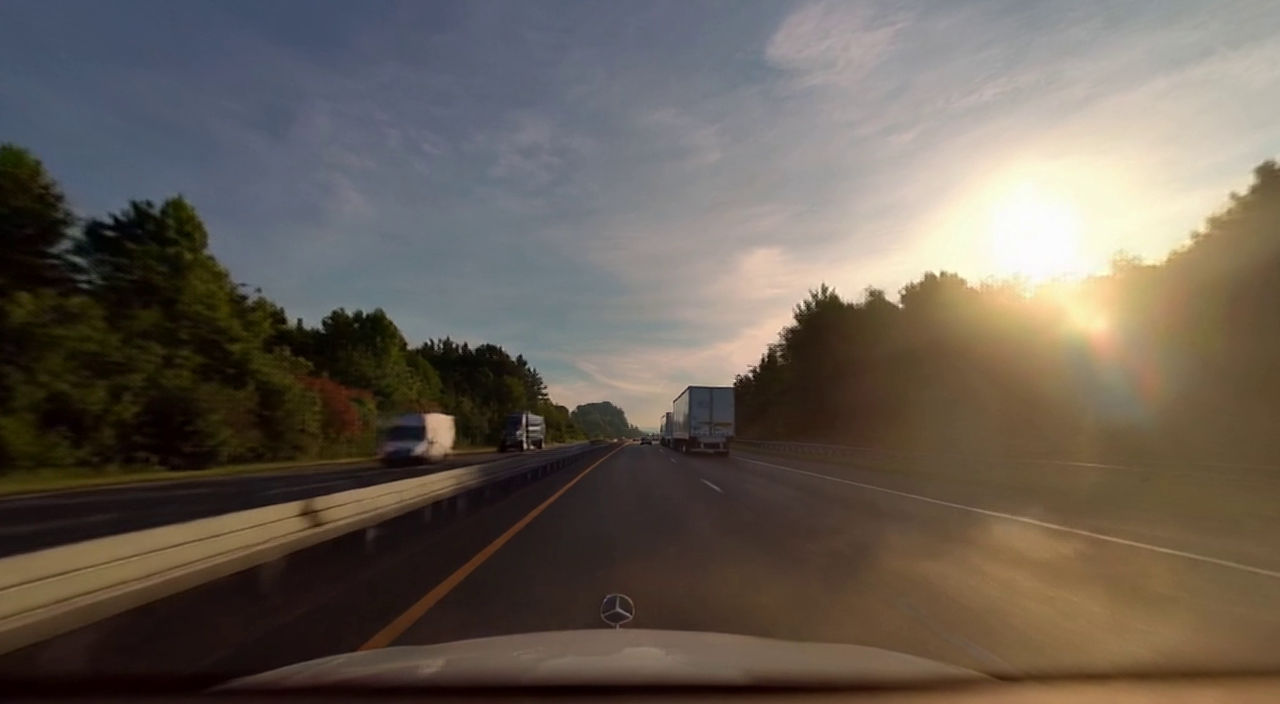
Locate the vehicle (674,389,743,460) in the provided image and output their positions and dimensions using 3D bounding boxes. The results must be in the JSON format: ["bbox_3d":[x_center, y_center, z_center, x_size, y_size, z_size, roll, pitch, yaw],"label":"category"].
[{"bbox_3d":[4.251,4.992,42.651,2.951,4.007,13.976,0,-8,-1],"label":"vehicle"}]

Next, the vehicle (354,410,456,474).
[{"bbox_3d":[-11.019,4.274,30.218,2.430,2.718,5.799,0,-8,2],"label":"vehicle"}]
